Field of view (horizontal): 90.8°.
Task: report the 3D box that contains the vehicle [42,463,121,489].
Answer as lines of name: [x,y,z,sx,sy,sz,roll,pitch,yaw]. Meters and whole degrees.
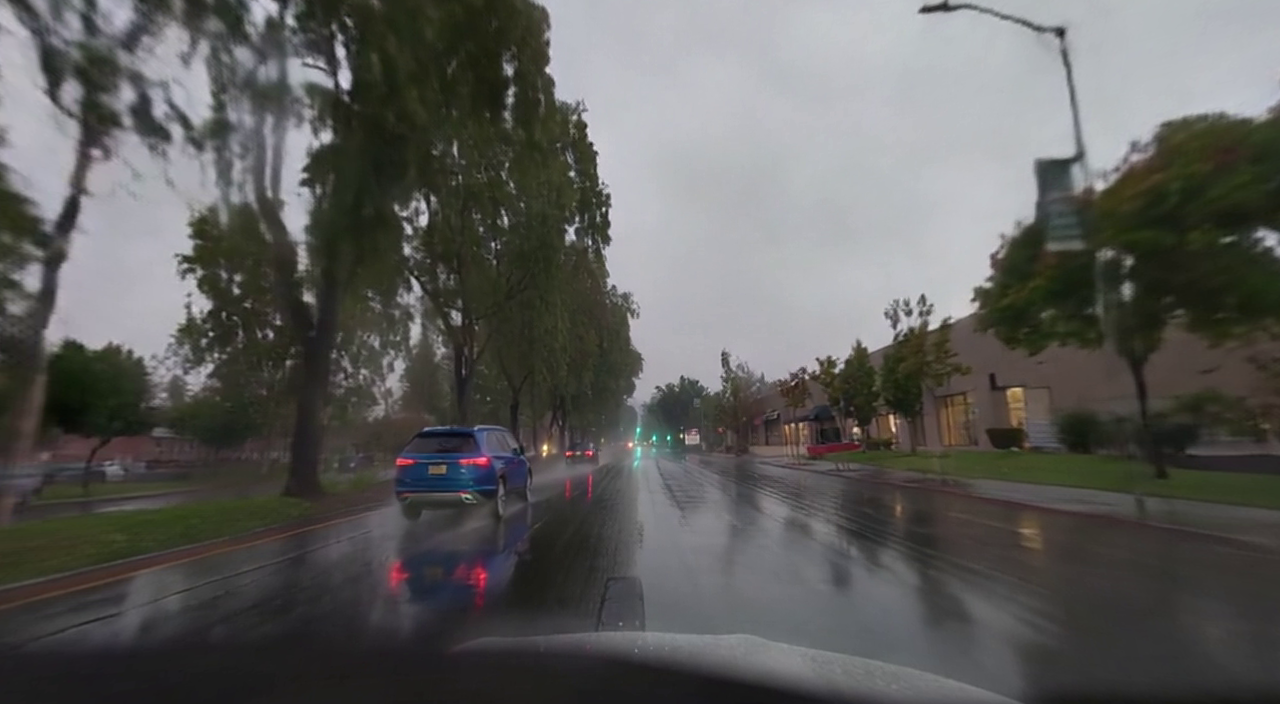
vehicle: [-38.441,8.516,43.630,1.796,1.496,4.410,1,-9,-8]

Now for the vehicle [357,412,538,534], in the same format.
vehicle: [-3.260,2.157,11.787,2.042,1.817,4.364,0,-8,-1]

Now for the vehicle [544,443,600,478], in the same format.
vehicle: [-3.052,4.946,29.210,2.069,1.470,4.601,0,-8,0]
